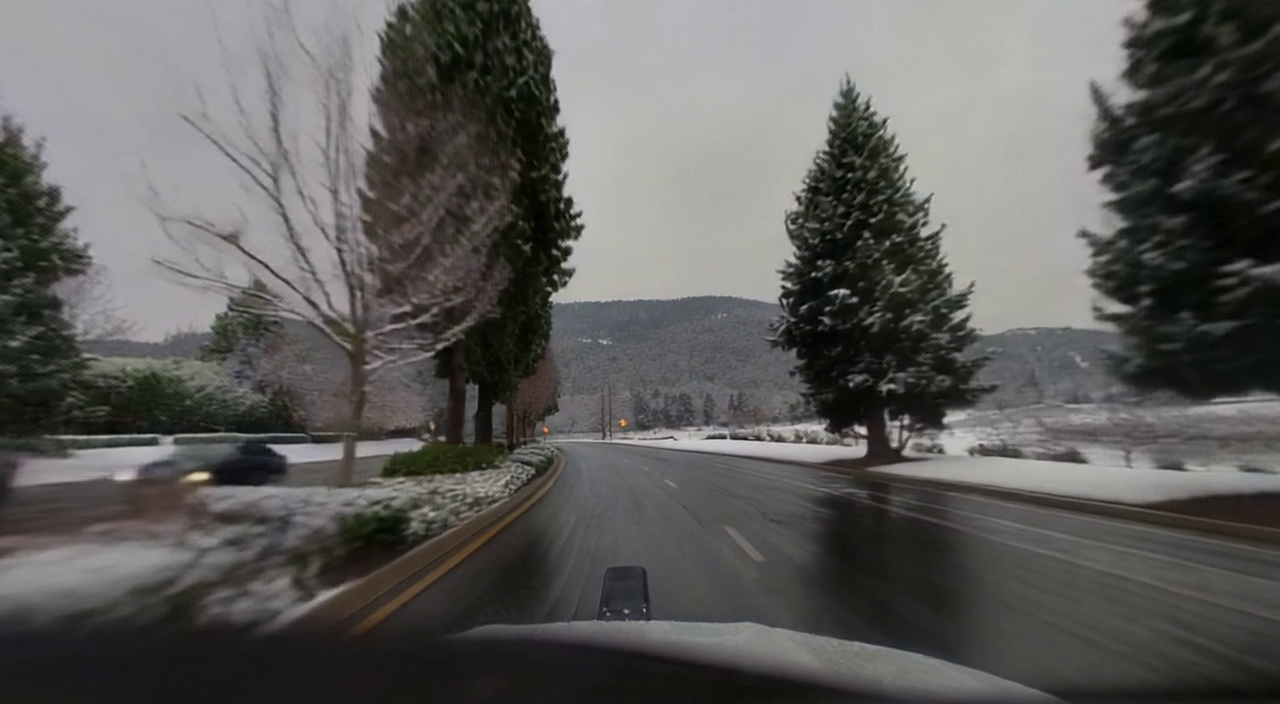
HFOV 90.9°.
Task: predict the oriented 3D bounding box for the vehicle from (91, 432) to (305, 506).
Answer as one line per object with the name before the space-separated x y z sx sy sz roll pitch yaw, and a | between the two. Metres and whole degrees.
vehicle | -10.105 2.688 14.989 1.953 1.458 4.544 0 -8 -3
